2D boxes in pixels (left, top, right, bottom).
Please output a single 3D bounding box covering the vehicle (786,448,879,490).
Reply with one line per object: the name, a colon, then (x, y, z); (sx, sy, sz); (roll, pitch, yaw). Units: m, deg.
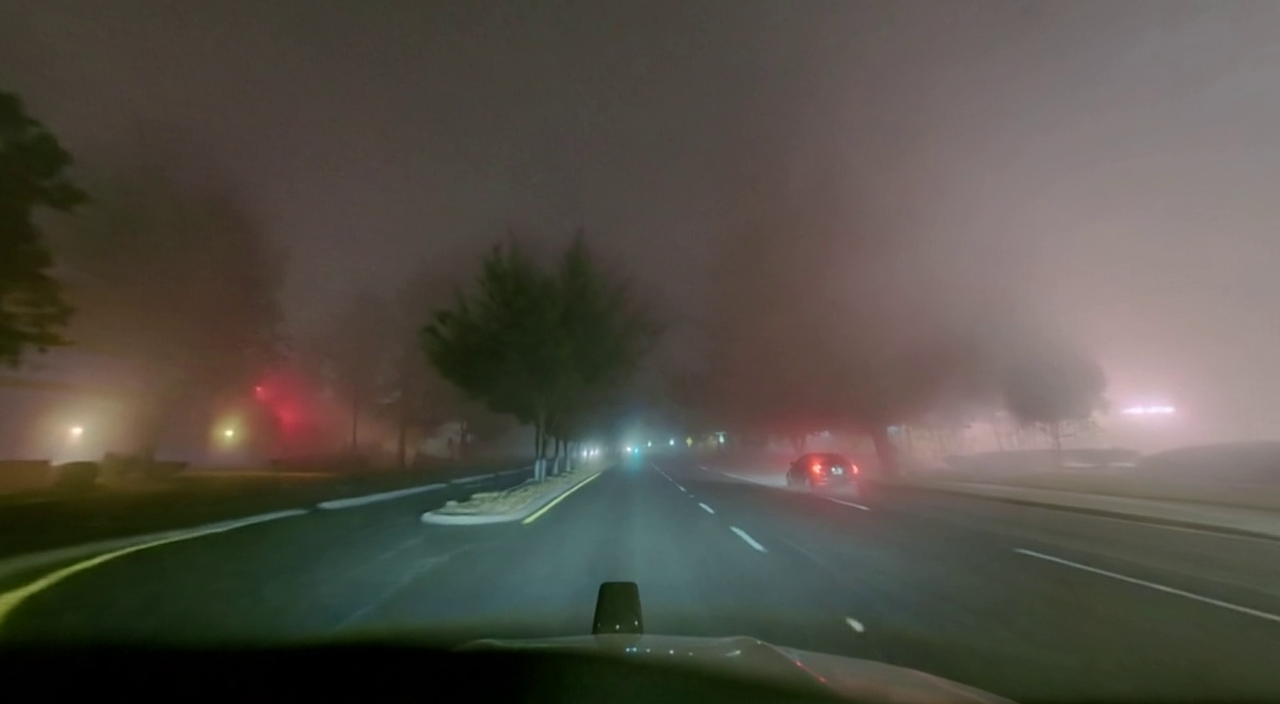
vehicle: (7.264, 4.437, 24.246); (2.054, 1.421, 4.487); (0, -9, -1)
